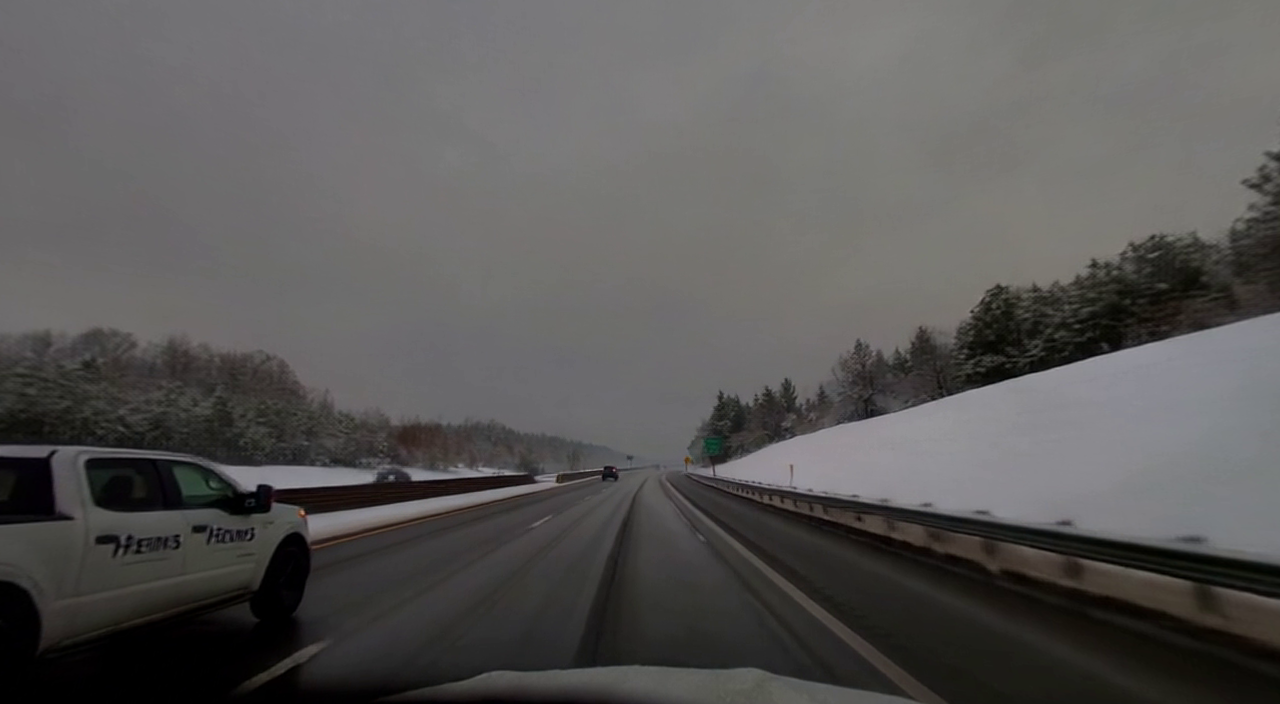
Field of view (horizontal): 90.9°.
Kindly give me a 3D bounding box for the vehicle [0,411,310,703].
[{"bbox_3d":[-4.113,1.071,3.197,2.135,1.506,5.041,1,-10,0],"label":"vehicle"}]
